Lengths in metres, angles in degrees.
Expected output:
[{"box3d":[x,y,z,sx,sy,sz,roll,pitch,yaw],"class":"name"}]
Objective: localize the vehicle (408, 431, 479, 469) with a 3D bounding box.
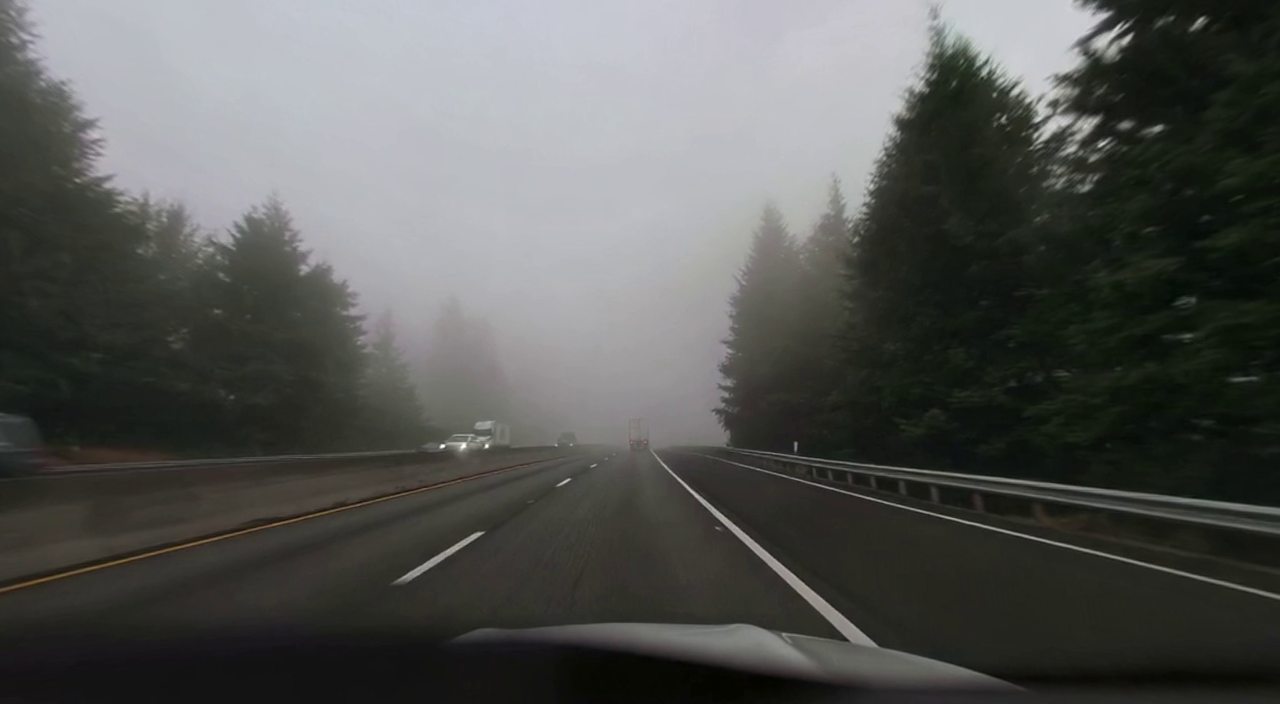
[{"box3d":[-10.984,5.507,35.647,2.326,1.919,5.089,-1,-8,1],"class":"vehicle"}]
